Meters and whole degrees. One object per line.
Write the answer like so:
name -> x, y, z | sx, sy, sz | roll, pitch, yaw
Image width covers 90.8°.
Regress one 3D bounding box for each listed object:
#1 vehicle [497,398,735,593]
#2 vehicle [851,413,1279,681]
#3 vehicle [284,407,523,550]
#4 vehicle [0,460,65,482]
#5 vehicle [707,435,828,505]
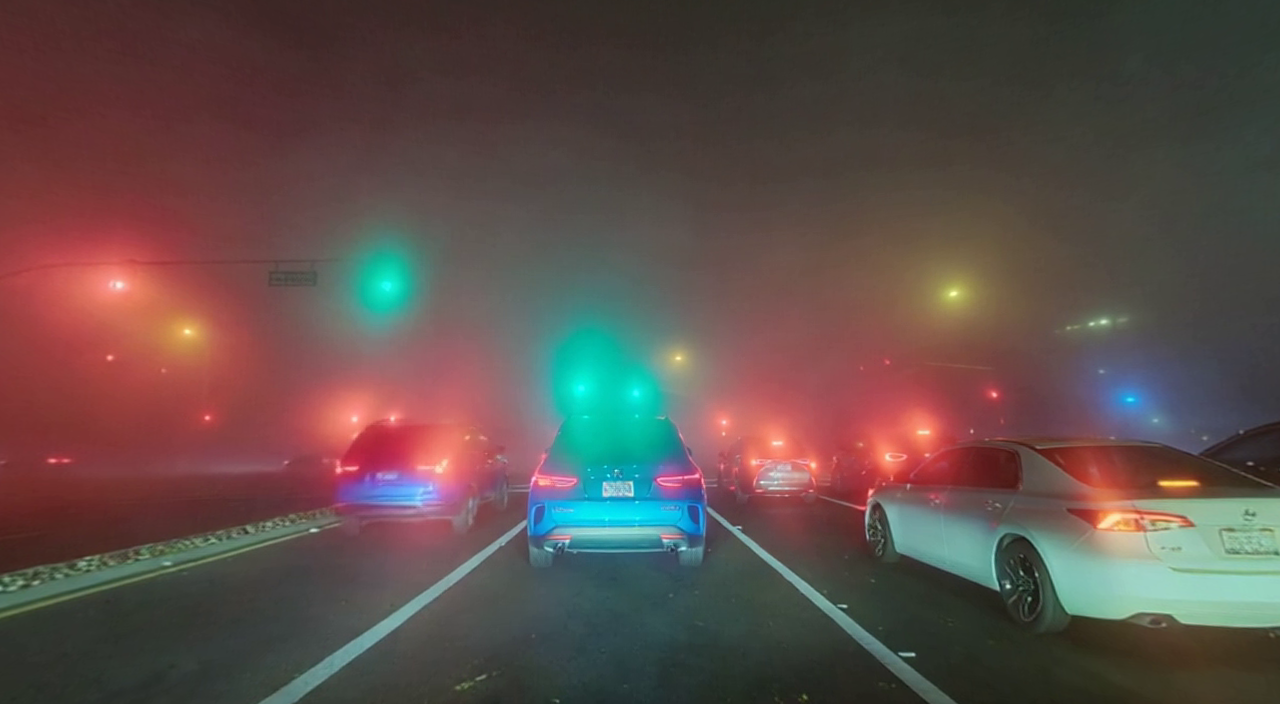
vehicle -> -0.268, 1.554, 7.626 | 2.101, 1.707, 3.904 | 0, -8, -2
vehicle -> 3.628, 1.397, 5.701 | 1.861, 1.478, 4.185 | 0, -8, -2
vehicle -> -3.475, 1.979, 10.611 | 2.186, 1.794, 4.972 | 0, -8, -1
vehicle -> -42.231, 8.055, 42.855 | 4.468, 1.430, 1.770 | 1, -8, -5
vehicle -> 2.986, 2.858, 15.776 | 1.950, 1.506, 4.086 | 0, -8, -3
